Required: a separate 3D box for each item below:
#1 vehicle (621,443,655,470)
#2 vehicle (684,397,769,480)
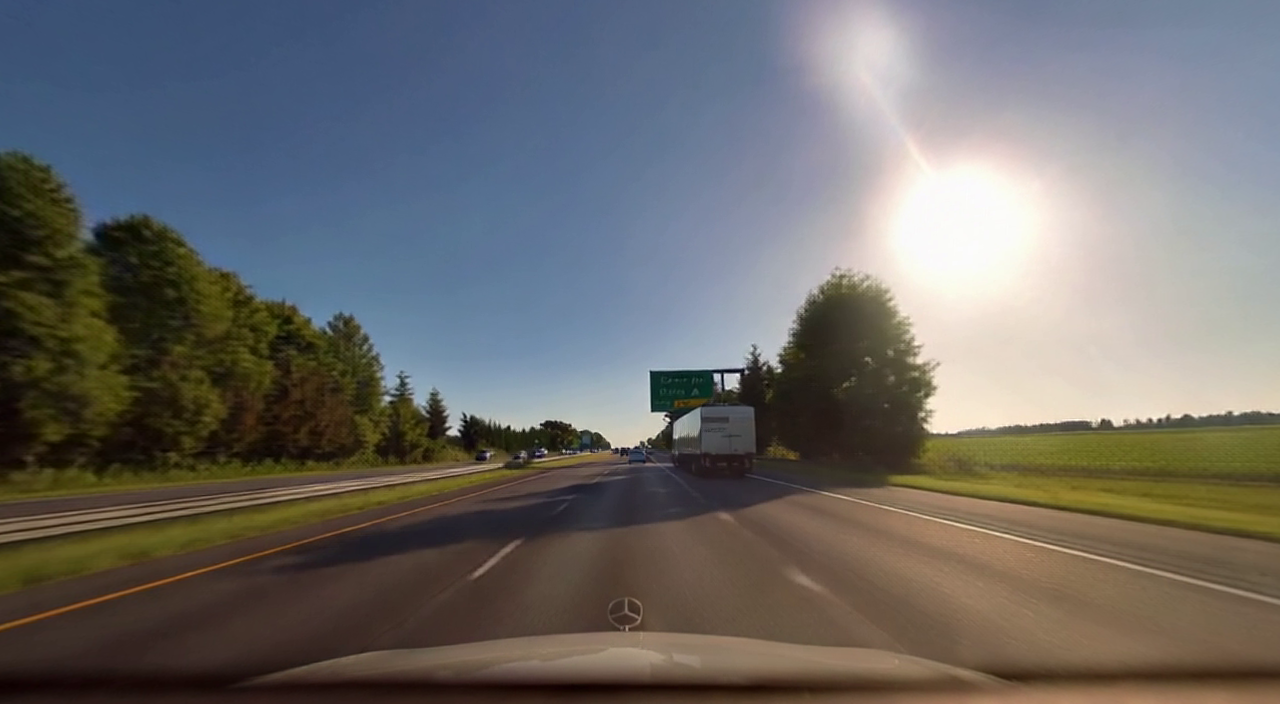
[{"bbox_3d":[-0.120,6.962,41.972,2.151,1.678,3.923,0,-9,0],"label":"vehicle"},{"bbox_3d":[4.040,4.391,31.598,2.931,3.530,8.760,0,-9,0],"label":"vehicle"}]
